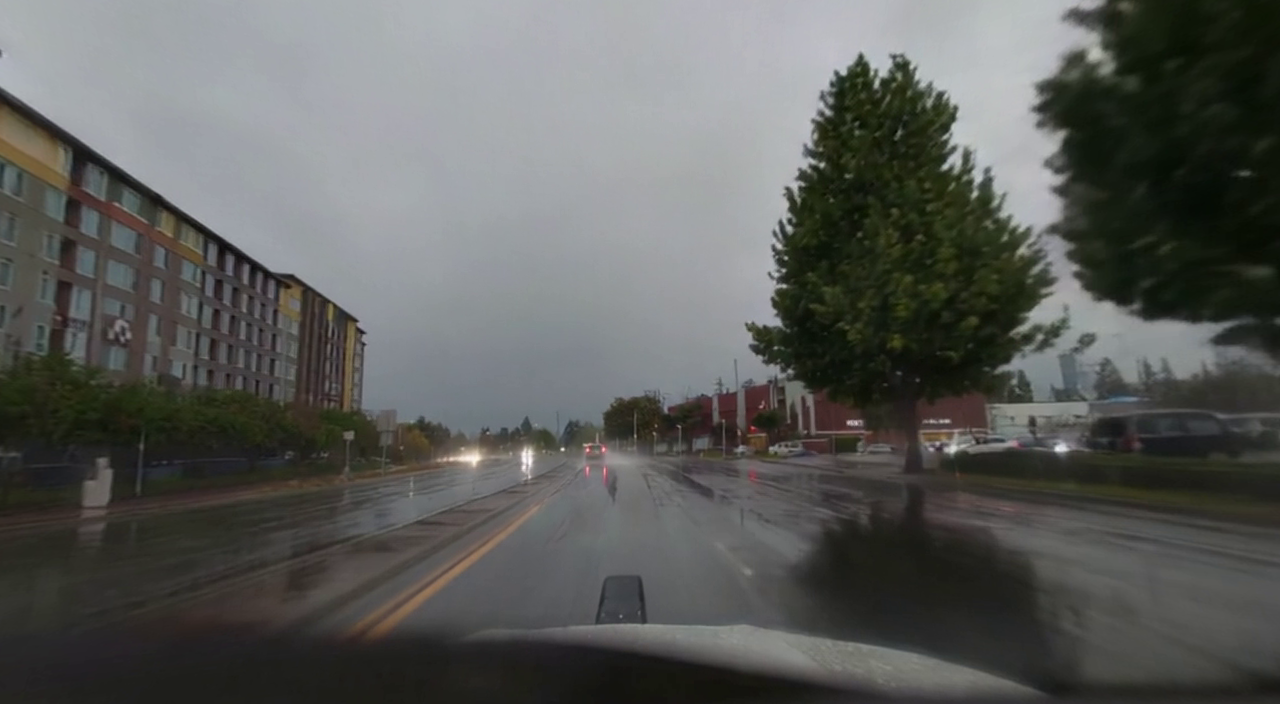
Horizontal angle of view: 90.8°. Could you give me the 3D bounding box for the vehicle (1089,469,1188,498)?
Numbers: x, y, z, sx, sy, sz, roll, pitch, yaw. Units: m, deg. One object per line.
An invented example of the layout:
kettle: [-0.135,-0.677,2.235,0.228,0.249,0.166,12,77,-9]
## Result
vehicle: [31.158,8.214,39.567,4.391,1.683,1.945,-1,-9,3]

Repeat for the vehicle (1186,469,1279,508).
vehicle: [30.541,6.728,31.227,4.999,1.747,2.000,-1,-9,4]
